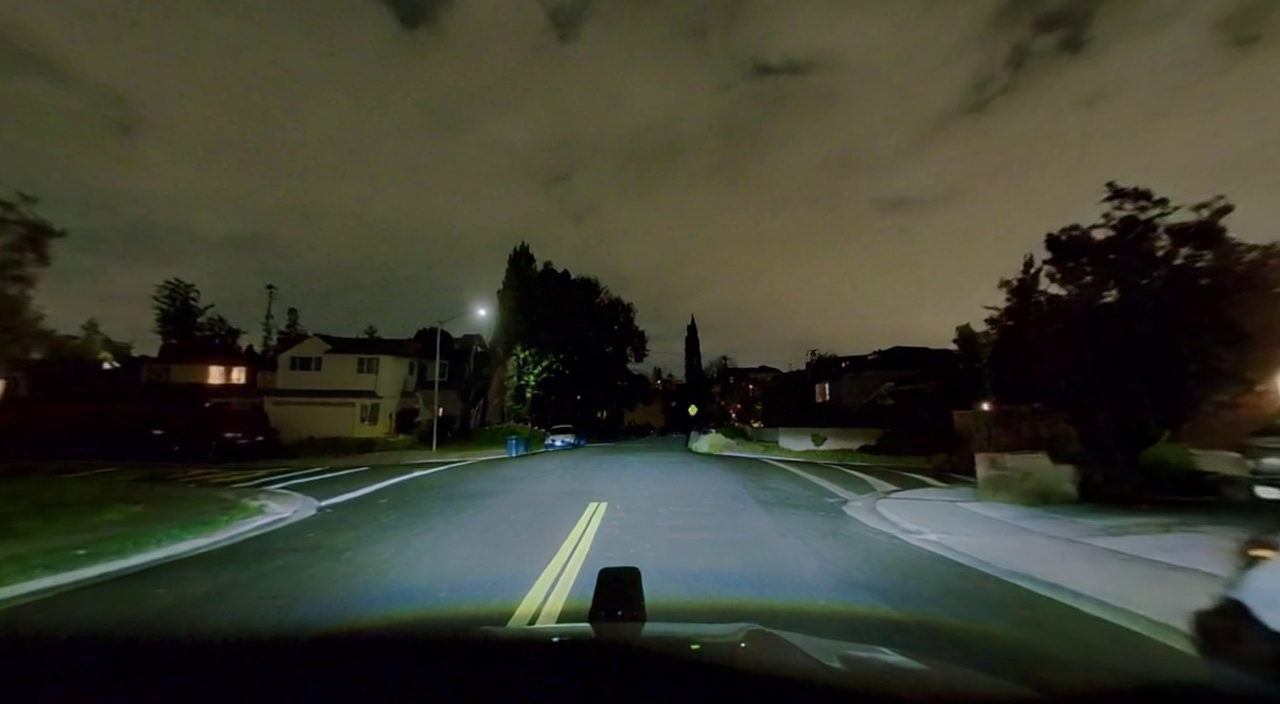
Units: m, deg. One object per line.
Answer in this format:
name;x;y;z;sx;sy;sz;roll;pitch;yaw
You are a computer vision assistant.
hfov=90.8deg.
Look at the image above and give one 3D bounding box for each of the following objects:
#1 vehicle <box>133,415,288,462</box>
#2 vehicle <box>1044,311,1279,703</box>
vehicle;-17.357;3.554;25.710;4.722;1.730;2.109;0;-11;2
vehicle;3.026;0.521;0.319;2.074;1.646;5.457;2;-7;0
